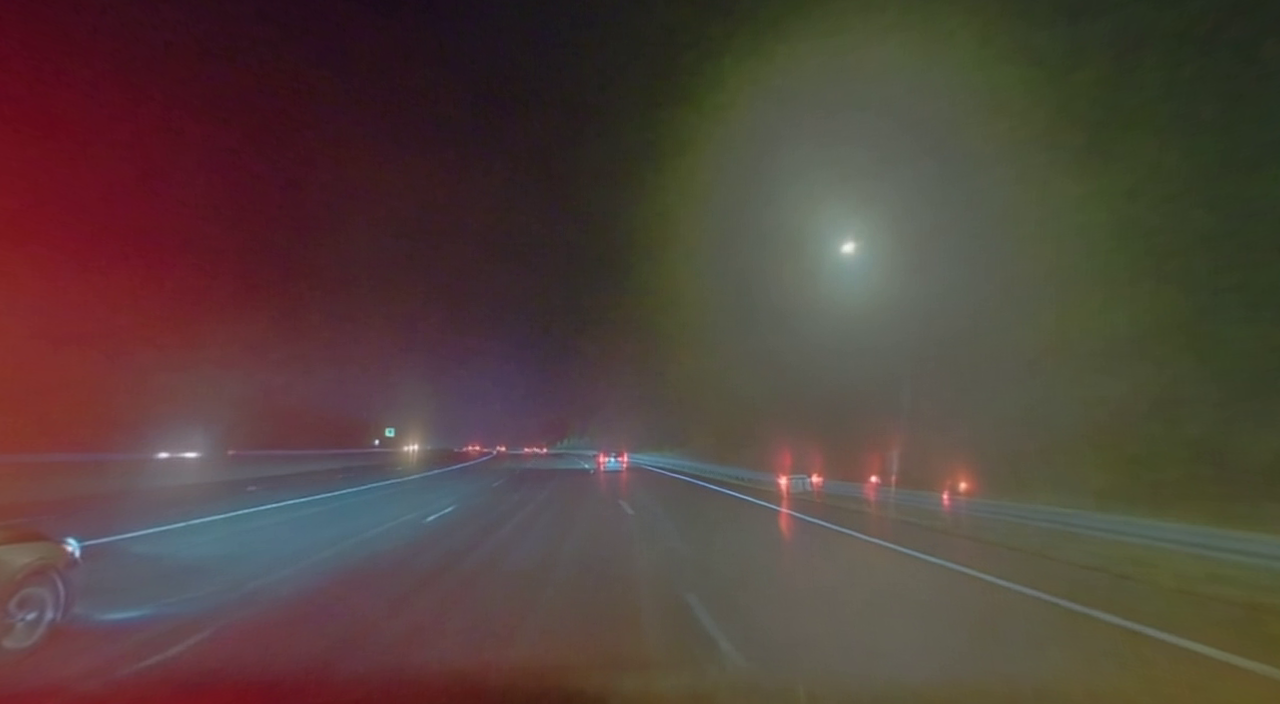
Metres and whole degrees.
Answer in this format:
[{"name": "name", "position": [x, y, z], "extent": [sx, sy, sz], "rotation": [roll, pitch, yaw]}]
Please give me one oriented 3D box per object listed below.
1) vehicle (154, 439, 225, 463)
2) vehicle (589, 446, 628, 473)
[{"name": "vehicle", "position": [-27.852, 6.159, 39.023], "extent": [1.848, 1.408, 3.953], "rotation": [1, -9, -7]}, {"name": "vehicle", "position": [-1.923, 6.330, 37.232], "extent": [2.140, 1.455, 4.135], "rotation": [0, -9, -5]}]
